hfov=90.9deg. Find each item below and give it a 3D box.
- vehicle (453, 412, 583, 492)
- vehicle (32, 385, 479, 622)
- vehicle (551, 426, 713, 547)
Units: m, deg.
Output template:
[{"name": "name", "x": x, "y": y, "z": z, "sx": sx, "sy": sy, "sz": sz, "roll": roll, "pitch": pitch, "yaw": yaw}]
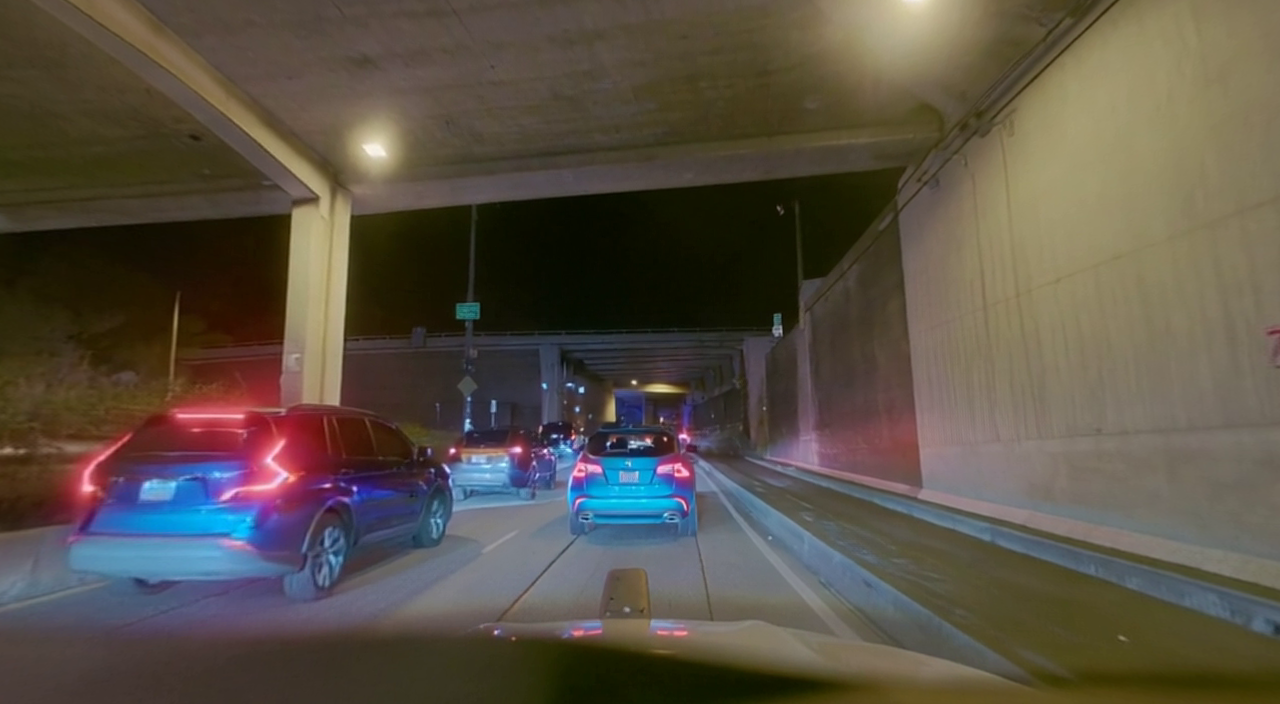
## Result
[{"name": "vehicle", "x": -3.245, "y": 2.878, "z": 18.341, "sx": 2.329, "sy": 1.948, "sz": 5.800, "roll": -1, "pitch": -9, "yaw": 3}, {"name": "vehicle", "x": -3.480, "y": 1.473, "z": 7.079, "sx": 2.017, "sy": 1.761, "sz": 4.572, "roll": 0, "pitch": -9, "yaw": 2}, {"name": "vehicle", "x": -0.015, "y": 1.977, "z": 9.932, "sx": 2.020, "sy": 1.478, "sz": 4.092, "roll": 0, "pitch": -9, "yaw": 3}]
